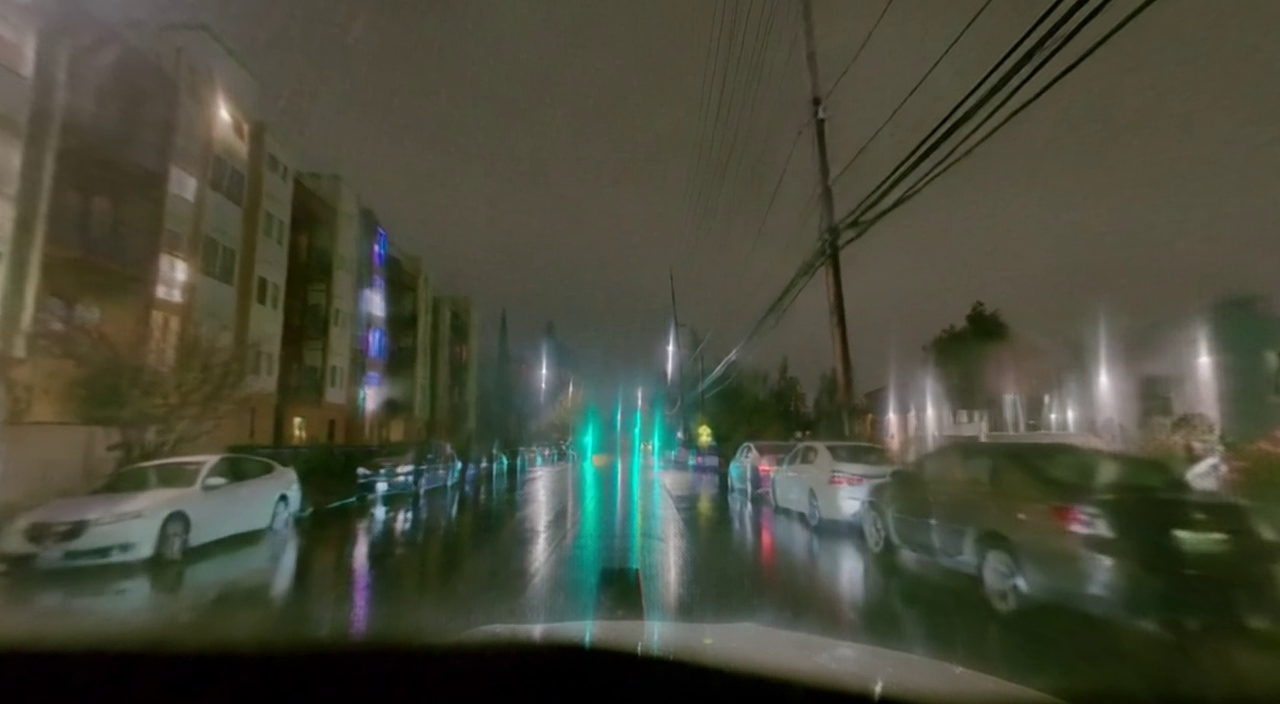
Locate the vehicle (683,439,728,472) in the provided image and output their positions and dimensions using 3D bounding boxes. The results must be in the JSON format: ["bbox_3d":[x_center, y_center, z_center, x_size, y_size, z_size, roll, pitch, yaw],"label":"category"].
[{"bbox_3d":[3.553,5.749,35.225,2.095,1.694,4.592,-1,-8,1],"label":"vehicle"}]

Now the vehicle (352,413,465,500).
[{"bbox_3d":[-7.156,3.279,20.061,1.889,2.463,4.142,0,-9,1],"label":"vehicle"}]

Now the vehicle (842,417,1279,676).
[{"bbox_3d":[3.848,1.523,6.278,2.022,1.521,4.933,0,-9,0],"label":"vehicle"}]

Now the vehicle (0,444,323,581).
[{"bbox_3d":[-7.255,2.366,10.296,1.894,1.585,4.514,-3,-8,0],"label":"vehicle"}]

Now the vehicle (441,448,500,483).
[{"bbox_3d":[-7.817,5.259,29.506,1.873,1.437,4.068,-1,-8,-4],"label":"vehicle"}]

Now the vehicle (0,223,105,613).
[{"bbox_3d":[-7.470,0.306,3.553,2.901,3.610,6.707,-3,-9,1],"label":"vehicle"}]
